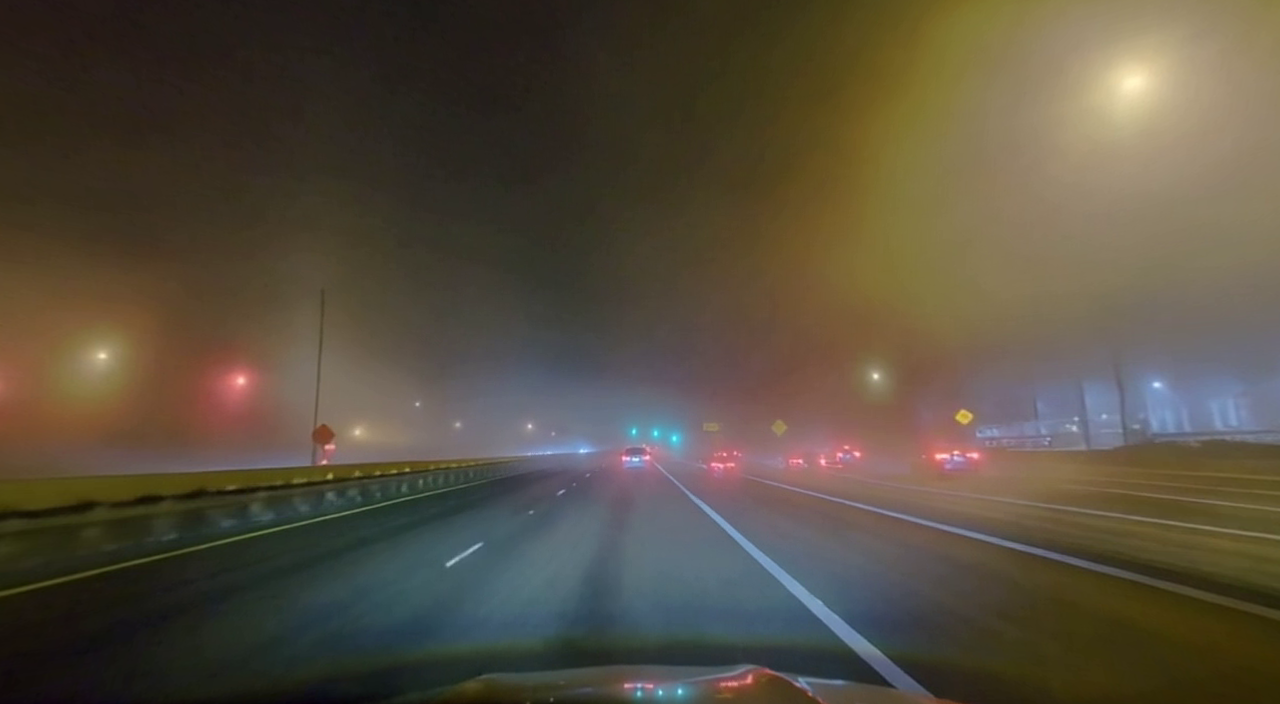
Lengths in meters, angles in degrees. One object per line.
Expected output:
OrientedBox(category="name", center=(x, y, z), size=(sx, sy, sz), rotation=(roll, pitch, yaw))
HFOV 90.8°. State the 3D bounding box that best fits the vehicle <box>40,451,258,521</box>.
OrientedBox(category="vehicle", center=(-11.455, 3.107, 15.217), size=(1.861, 1.373, 4.211), rotation=(0, -8, 0))
